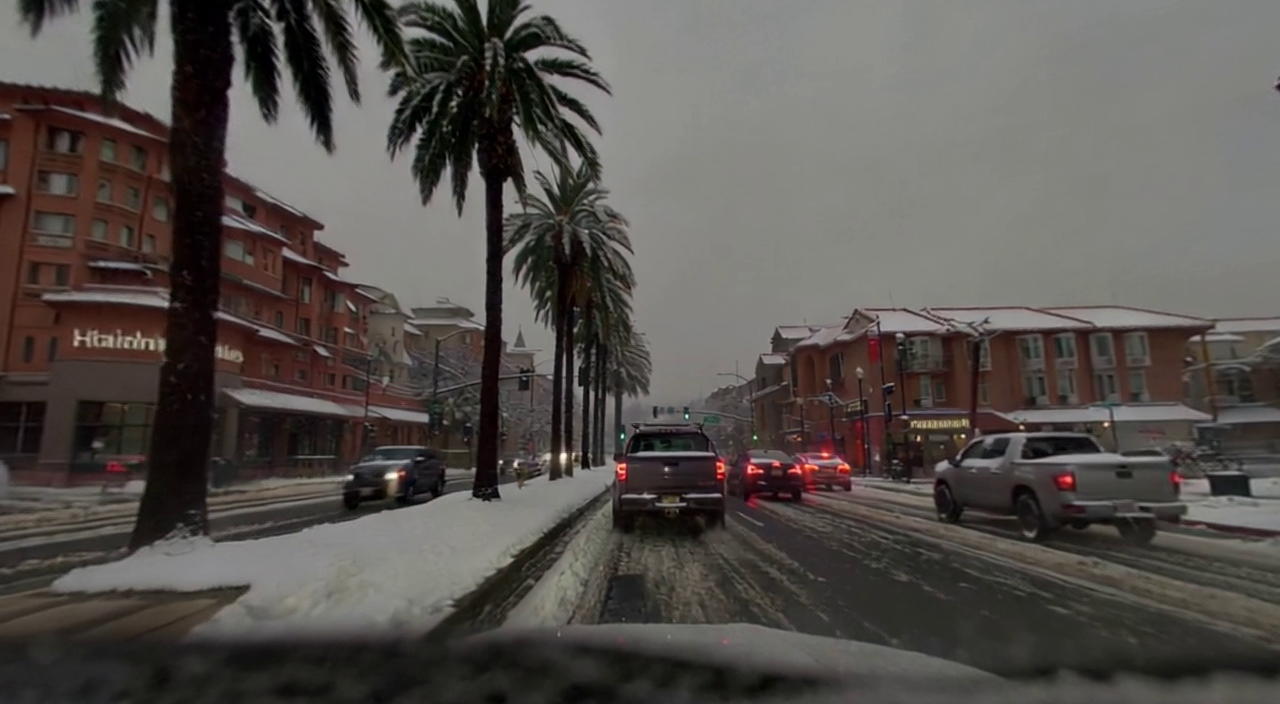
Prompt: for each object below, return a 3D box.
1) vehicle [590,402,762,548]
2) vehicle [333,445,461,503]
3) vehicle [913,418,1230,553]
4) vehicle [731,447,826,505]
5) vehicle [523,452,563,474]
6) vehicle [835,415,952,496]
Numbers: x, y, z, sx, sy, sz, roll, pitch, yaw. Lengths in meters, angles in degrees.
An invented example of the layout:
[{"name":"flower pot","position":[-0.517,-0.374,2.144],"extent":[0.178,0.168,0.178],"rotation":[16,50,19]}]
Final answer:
[{"name":"vehicle","position":[0.578,2.209,11.978],"extent":[2.487,2.115,5.444],"rotation":[0,-9,1]},{"name":"vehicle","position":[-7.958,4.020,21.282],"extent":[2.268,1.733,4.821],"rotation":[0,-9,2]},{"name":"vehicle","position":[7.511,2.370,11.990],"extent":[2.215,1.973,5.323],"rotation":[0,-9,0]},{"name":"vehicle","position":[4.190,3.810,19.811],"extent":[2.072,1.595,4.124],"rotation":[0,-9,0]},{"name":"vehicle","position":[-7.326,8.449,48.196],"extent":[2.061,1.496,4.600],"rotation":[-1,-9,4]},{"name":"vehicle","position":[10.818,4.349,27.562],"extent":[2.663,3.061,5.602],"rotation":[-1,-5,0]}]
